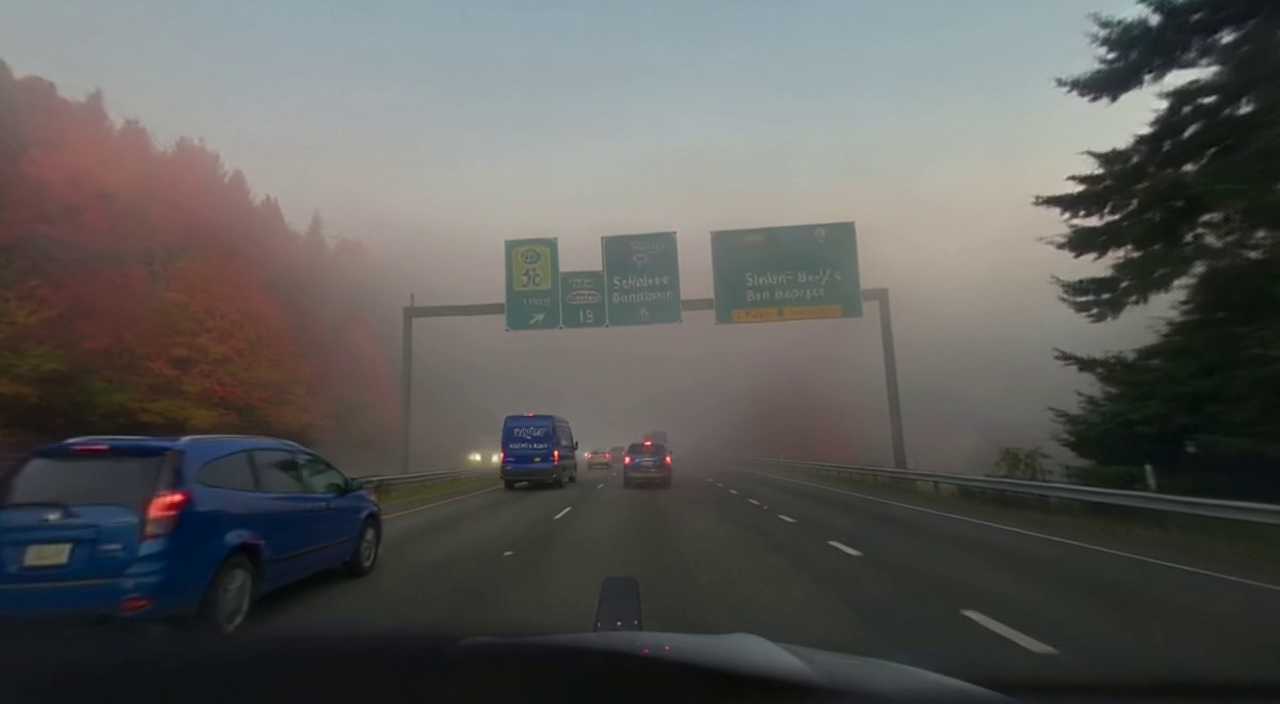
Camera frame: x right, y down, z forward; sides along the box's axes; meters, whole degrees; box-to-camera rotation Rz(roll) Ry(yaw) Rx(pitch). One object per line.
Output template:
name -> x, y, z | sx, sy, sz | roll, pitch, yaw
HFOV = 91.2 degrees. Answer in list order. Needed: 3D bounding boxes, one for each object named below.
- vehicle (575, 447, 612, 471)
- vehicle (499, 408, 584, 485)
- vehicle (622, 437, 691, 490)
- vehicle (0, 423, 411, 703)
vehicle -> -3.065, 7.156, 42.156 | 2.015, 1.496, 4.312 | 0, -9, 1
vehicle -> -3.726, 3.765, 25.002 | 2.275, 2.692, 5.810 | 0, -9, 1
vehicle -> 0.545, 3.887, 22.090 | 2.195, 1.679, 4.070 | 0, -9, 1
vehicle -> -3.746, 1.446, 5.424 | 1.977, 1.485, 3.973 | 0, -9, 1
